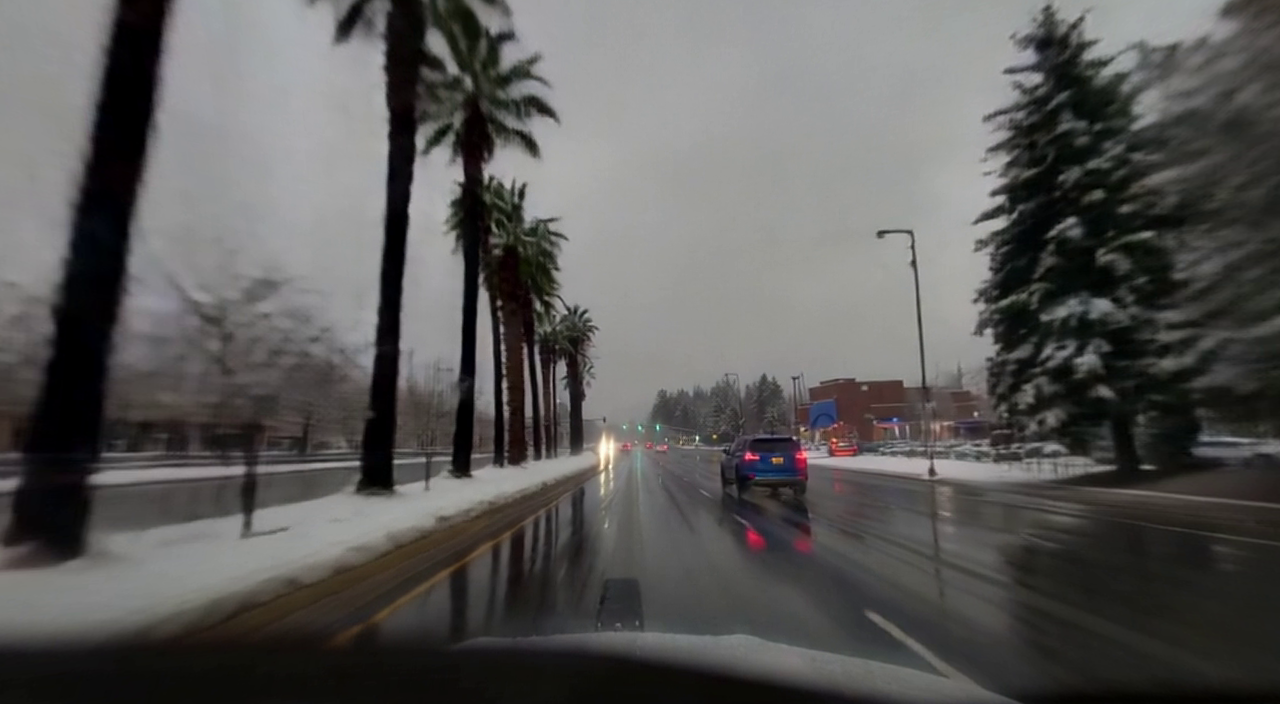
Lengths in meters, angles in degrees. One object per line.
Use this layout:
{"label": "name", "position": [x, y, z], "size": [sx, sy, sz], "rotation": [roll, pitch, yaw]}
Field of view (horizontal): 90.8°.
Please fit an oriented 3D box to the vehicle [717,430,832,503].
{"label": "vehicle", "position": [3.443, 3.023, 17.044], "size": [2.072, 1.696, 4.177], "rotation": [0, -8, -1]}
